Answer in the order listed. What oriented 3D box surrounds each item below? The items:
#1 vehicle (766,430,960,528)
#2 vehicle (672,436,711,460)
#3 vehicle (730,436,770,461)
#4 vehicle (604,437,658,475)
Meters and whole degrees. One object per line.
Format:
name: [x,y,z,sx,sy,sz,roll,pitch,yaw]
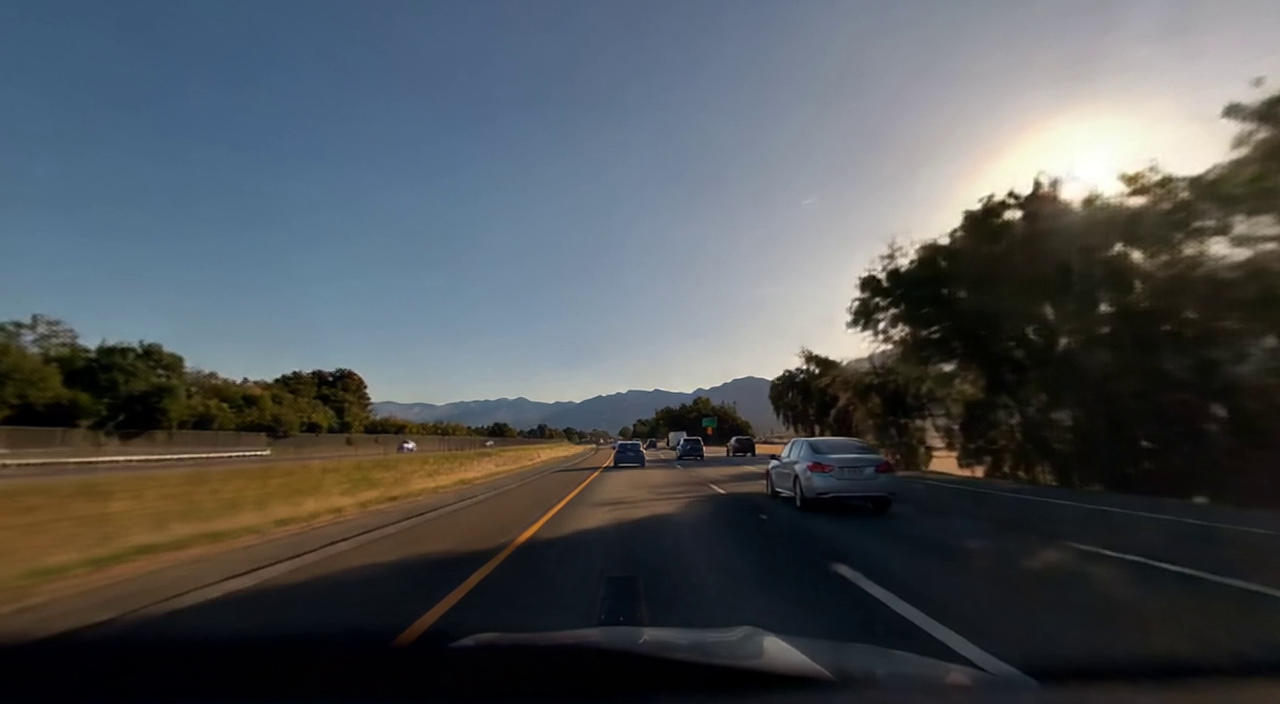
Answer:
vehicle: [3.752,2.212,11.541,1.957,1.447,4.241,0,-8,-1]
vehicle: [3.801,7.225,47.339,2.436,1.704,4.694,0,-8,-1]
vehicle: [7.716,6.843,44.621,1.996,1.637,3.990,0,-8,-1]
vehicle: [-0.356,4.352,26.534,2.085,1.449,3.860,0,-8,0]
